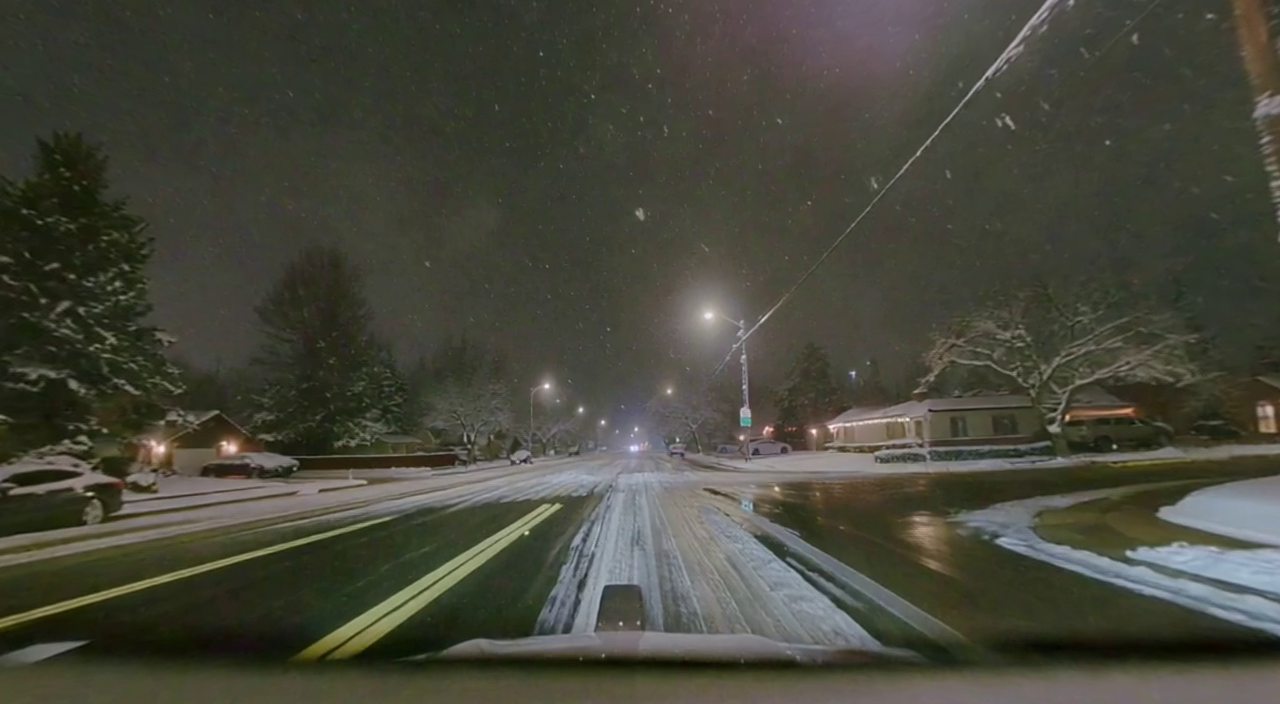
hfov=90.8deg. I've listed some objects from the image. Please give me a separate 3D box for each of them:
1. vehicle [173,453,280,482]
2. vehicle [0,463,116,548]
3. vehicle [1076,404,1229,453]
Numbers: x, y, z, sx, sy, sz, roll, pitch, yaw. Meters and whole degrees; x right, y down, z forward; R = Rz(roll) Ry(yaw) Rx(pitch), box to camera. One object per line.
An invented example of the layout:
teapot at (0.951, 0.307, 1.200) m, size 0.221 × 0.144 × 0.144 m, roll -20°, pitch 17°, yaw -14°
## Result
vehicle at (-22.993, 6.414, 35.262) m, size 4.486 × 1.509 × 2.189 m, roll -1°, pitch -9°, yaw 1°
vehicle at (-12.906, 2.929, 11.947) m, size 1.992 × 1.534 × 4.802 m, roll -2°, pitch -9°, yaw -2°
vehicle at (26.379, 3.995, 32.744) m, size 5.595 × 2.365 × 2.241 m, roll -1°, pitch -9°, yaw 6°
